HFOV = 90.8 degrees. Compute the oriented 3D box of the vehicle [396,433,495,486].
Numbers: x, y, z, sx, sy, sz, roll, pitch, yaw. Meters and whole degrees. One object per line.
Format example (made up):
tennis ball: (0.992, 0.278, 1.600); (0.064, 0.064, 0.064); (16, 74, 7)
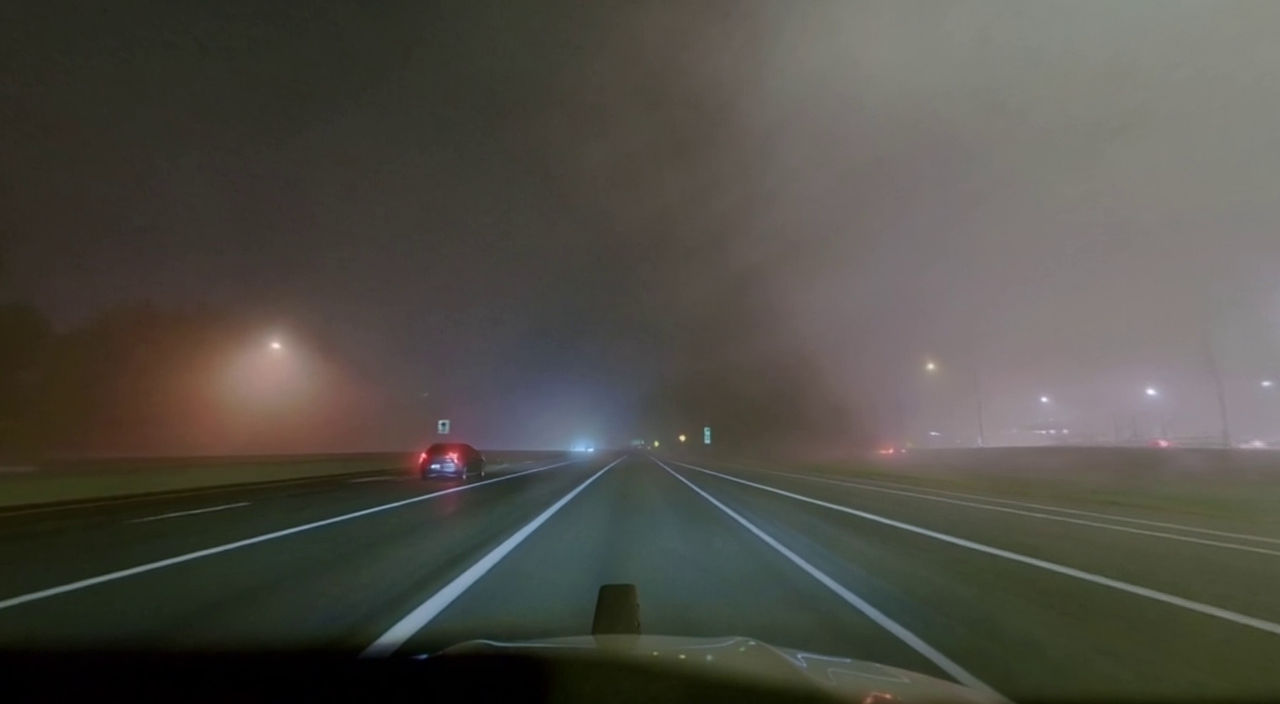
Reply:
vehicle: (-7.205, 4.029, 24.043); (2.231, 1.807, 4.758); (0, -8, 0)
